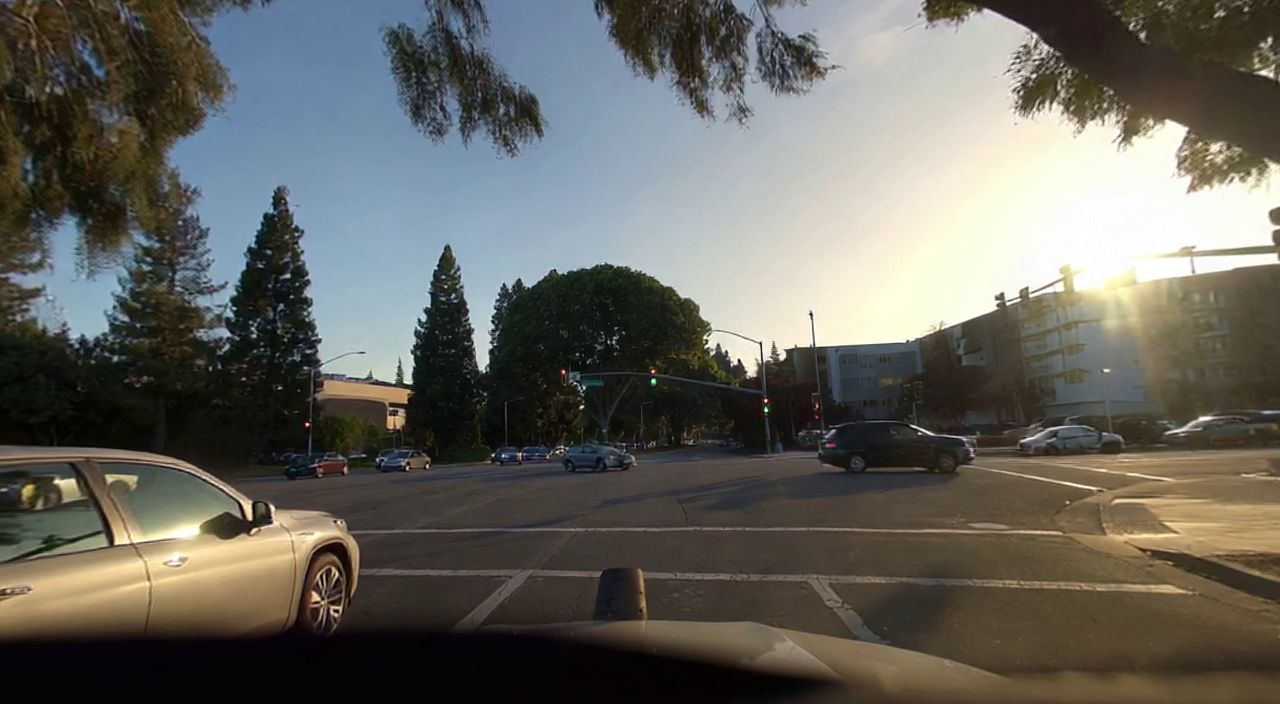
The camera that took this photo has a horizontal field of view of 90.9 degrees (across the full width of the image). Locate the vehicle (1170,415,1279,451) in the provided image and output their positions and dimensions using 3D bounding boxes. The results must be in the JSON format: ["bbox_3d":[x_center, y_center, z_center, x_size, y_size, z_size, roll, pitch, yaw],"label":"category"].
[{"bbox_3d":[26.858,3.657,28.403,4.240,1.540,1.944,0,-9,-4],"label":"vehicle"}]

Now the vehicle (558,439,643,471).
[{"bbox_3d":[-2.050,5.155,31.788,1.986,1.478,4.180,8,-12,-44],"label":"vehicle"}]

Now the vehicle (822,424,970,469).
[{"bbox_3d":[10.156,3.814,25.422,5.268,1.687,1.942,-3,-9,18],"label":"vehicle"}]

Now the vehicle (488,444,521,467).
[{"bbox_3d":[-9.088,6.955,42.525,1.841,1.450,4.364,1,-9,-8],"label":"vehicle"}]

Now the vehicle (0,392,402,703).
[{"bbox_3d":[-2.952,0.986,2.713,1.924,1.482,4.734,0,-8,1],"label":"vehicle"}]

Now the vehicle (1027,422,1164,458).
[{"bbox_3d":[19.946,3.866,27.737,4.552,1.492,2.002,0,-9,-4],"label":"vehicle"}]

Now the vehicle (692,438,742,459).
[{"bbox_3d":[5.814,7.412,48.299,1.868,1.495,4.467,3,-9,-21],"label":"vehicle"}]

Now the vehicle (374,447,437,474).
[{"bbox_3d":[-14.161,6.554,38.329,1.920,1.489,4.415,-1,-8,3],"label":"vehicle"}]
